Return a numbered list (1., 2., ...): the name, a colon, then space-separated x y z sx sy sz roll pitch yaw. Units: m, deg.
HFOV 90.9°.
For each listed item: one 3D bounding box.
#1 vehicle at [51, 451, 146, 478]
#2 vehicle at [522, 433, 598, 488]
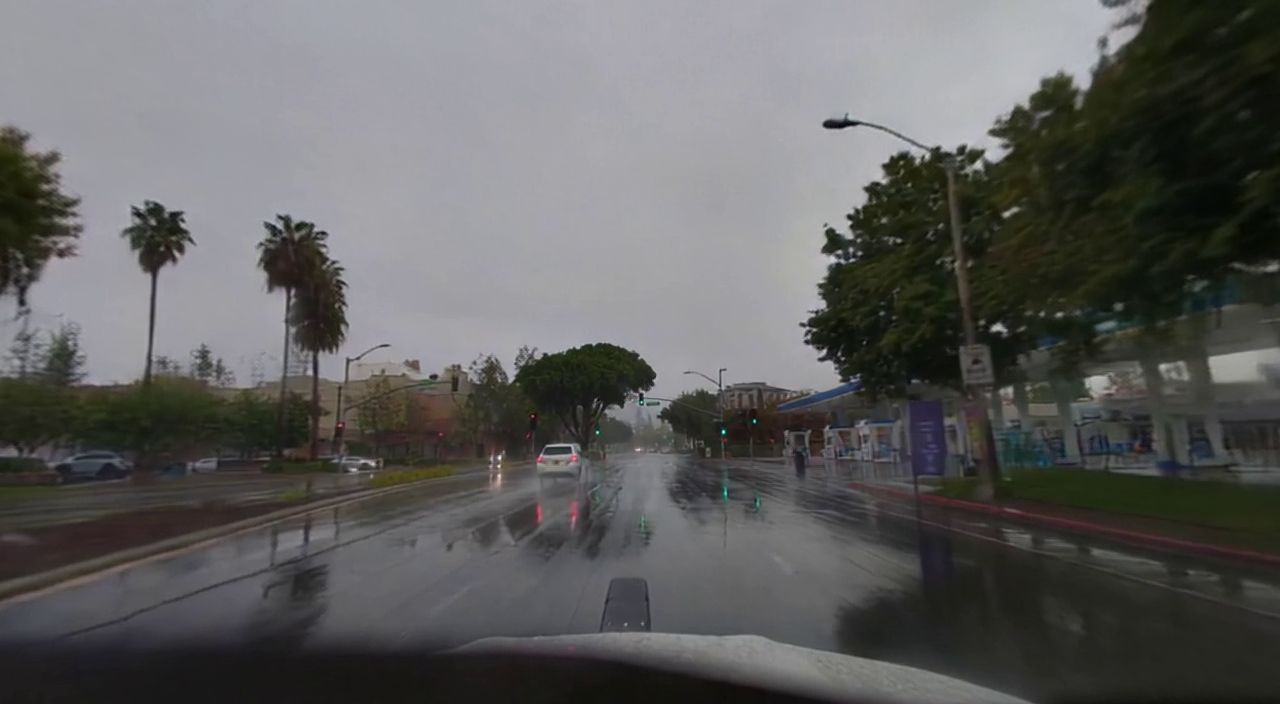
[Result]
1. vehicle: -36.257 7.517 42.268 4.553 1.492 1.967 -2 -8 -1
2. vehicle: -2.737 3.862 22.739 2.011 1.756 4.478 0 -9 2
